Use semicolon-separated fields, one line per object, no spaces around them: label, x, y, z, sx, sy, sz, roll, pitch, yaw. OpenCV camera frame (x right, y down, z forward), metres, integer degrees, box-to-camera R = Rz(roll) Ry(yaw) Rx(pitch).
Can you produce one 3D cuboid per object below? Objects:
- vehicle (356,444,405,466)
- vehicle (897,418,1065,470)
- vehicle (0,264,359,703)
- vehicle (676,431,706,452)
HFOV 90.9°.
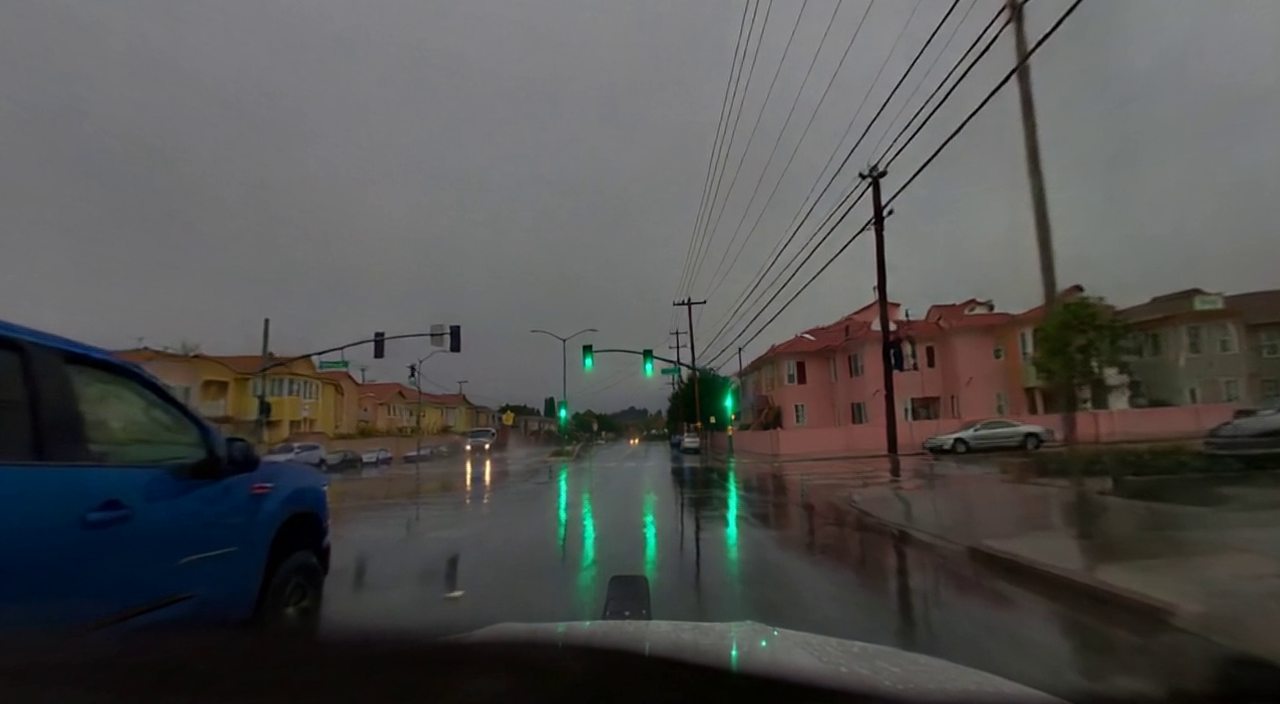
vehicle;-18.466;7.330;44.971;1.672;1.428;4.062;-1;-9;1
vehicle;12.250;3.309;22.926;4.816;1.501;2.296;-2;-1;2
vehicle;-3.028;0.631;1.439;2.242;1.890;5.306;0;-9;1
vehicle;3.843;6.810;47.832;1.986;1.491;4.500;0;-9;1
